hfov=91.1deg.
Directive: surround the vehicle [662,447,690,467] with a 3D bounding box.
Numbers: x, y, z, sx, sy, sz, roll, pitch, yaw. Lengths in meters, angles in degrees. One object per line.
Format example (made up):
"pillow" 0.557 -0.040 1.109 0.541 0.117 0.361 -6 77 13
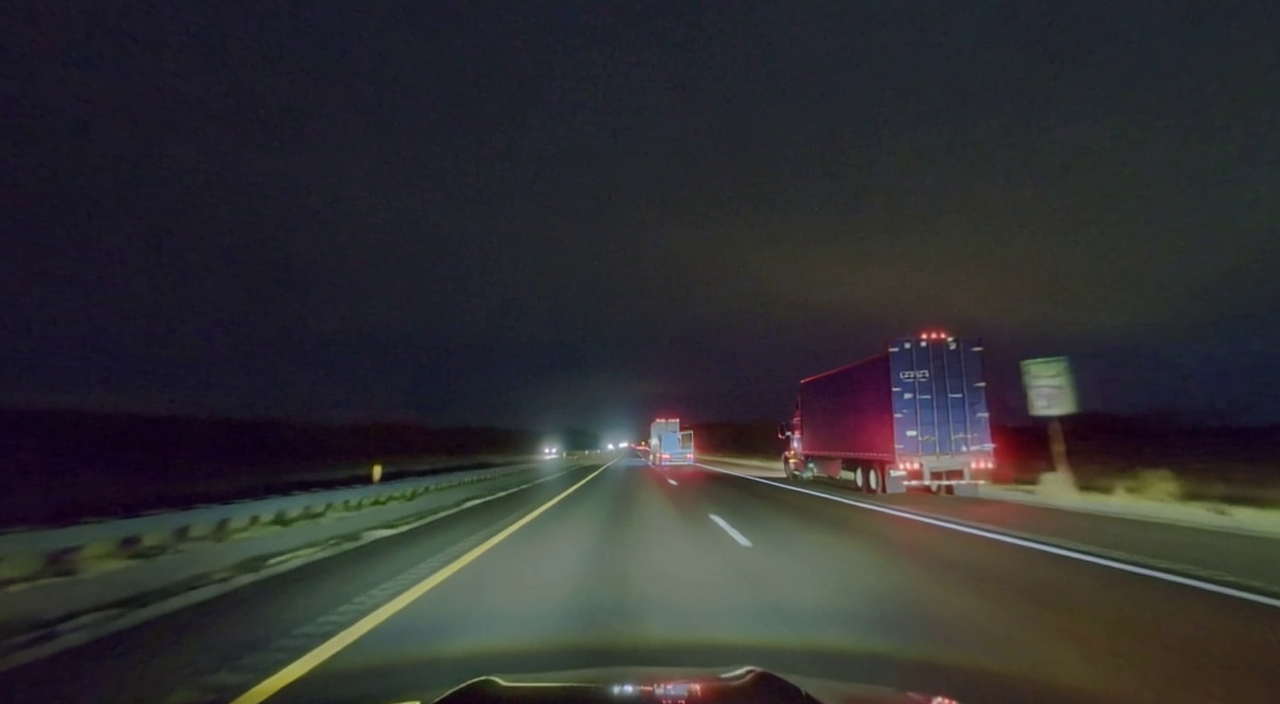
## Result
"vehicle" 2.728 8.131 48.705 1.836 1.459 3.766 0 -9 -2
